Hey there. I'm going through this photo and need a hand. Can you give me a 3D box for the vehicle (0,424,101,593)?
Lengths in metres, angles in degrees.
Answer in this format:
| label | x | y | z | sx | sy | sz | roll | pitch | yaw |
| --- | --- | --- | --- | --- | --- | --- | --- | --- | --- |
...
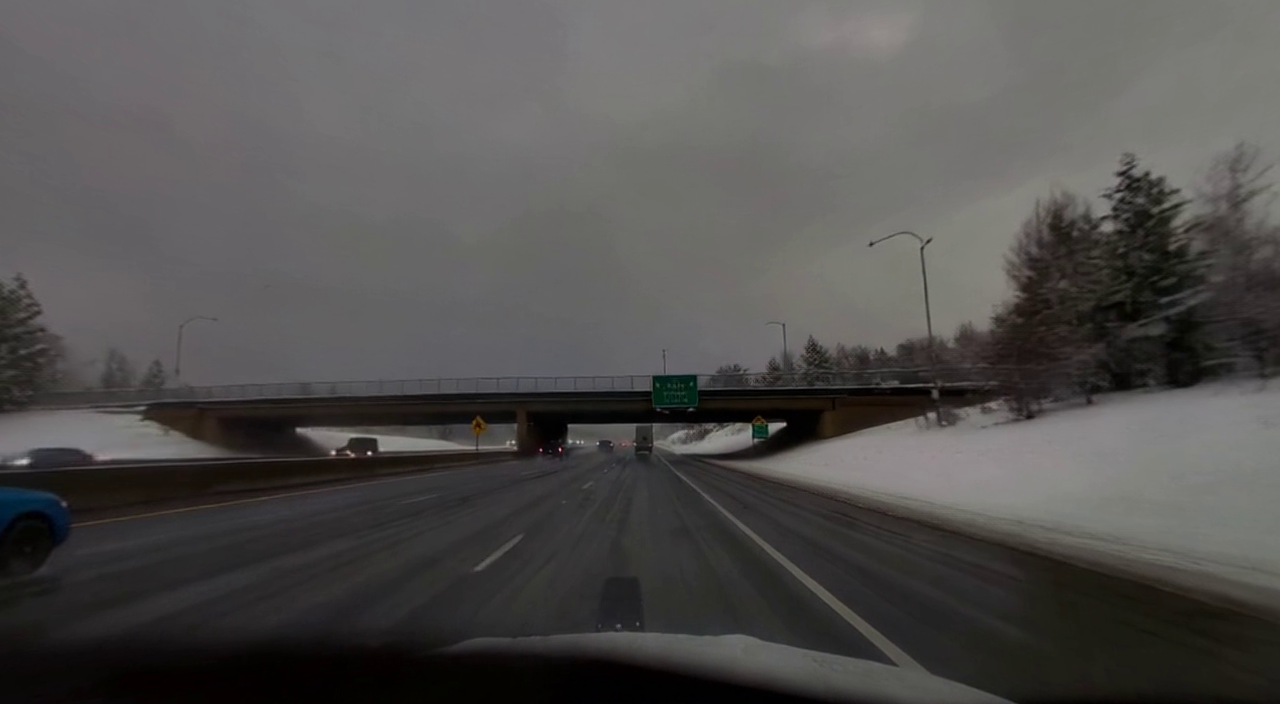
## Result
| label | x | y | z | sx | sy | sz | roll | pitch | yaw |
| --- | --- | --- | --- | --- | --- | --- | --- | --- | --- |
| vehicle | -6.935 | 1.245 | 4.474 | 2.096 | 1.541 | 4.610 | 0 | -8 | 0 |
